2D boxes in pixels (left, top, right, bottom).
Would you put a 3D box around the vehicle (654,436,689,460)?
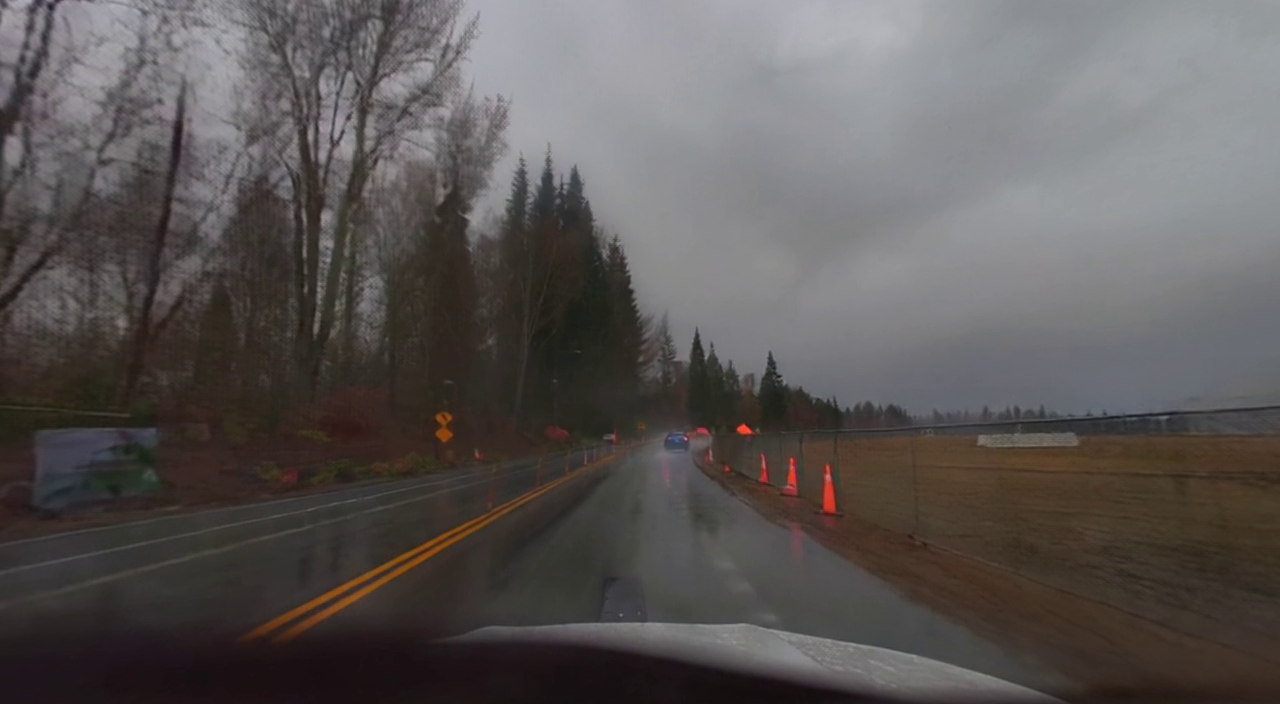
[{"bbox_3d":[2.047,6.311,41.611,2.172,1.486,3.581,-1,-9,3],"label":"vehicle"}]
